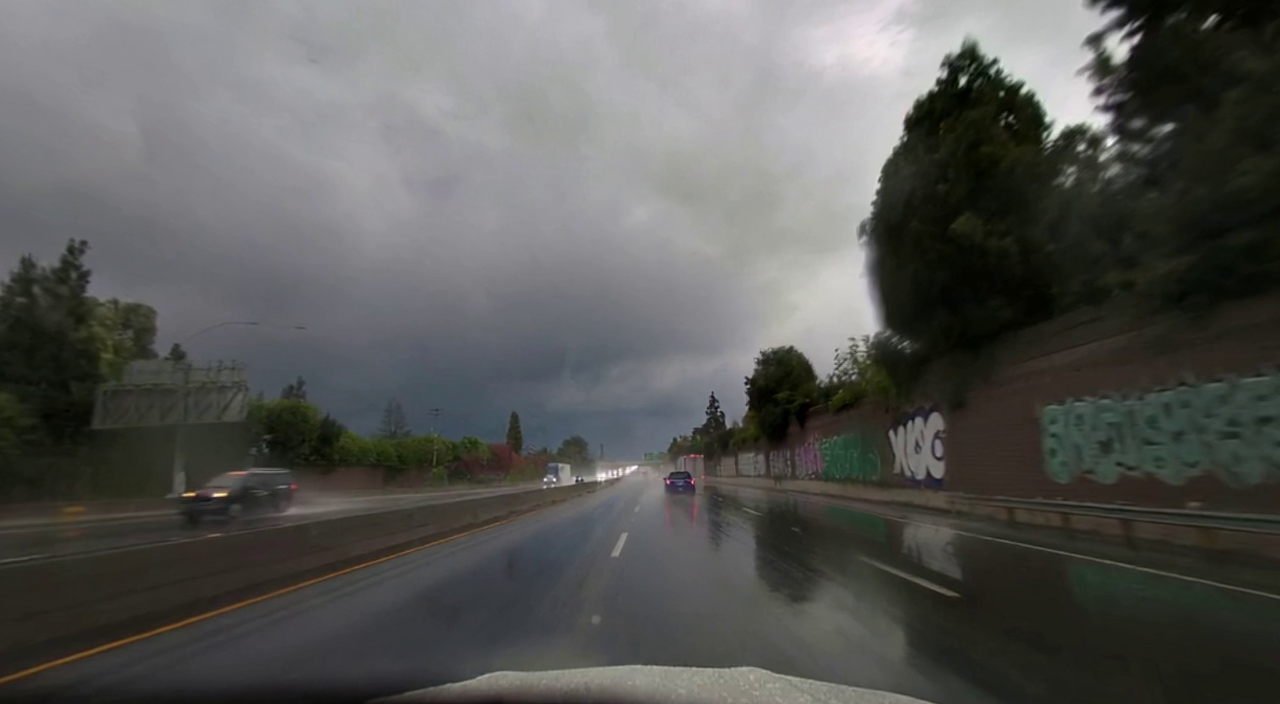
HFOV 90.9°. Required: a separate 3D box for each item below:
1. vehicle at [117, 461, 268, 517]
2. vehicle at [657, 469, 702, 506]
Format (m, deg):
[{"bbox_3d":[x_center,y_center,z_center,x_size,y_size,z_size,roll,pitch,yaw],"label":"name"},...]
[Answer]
[{"bbox_3d":[-17.633,5.406,25.258,2.209,1.936,4.979,1,-10,1],"label":"vehicle"},{"bbox_3d":[1.849,6.524,30.551,2.011,1.574,3.512,1,-10,1],"label":"vehicle"}]
